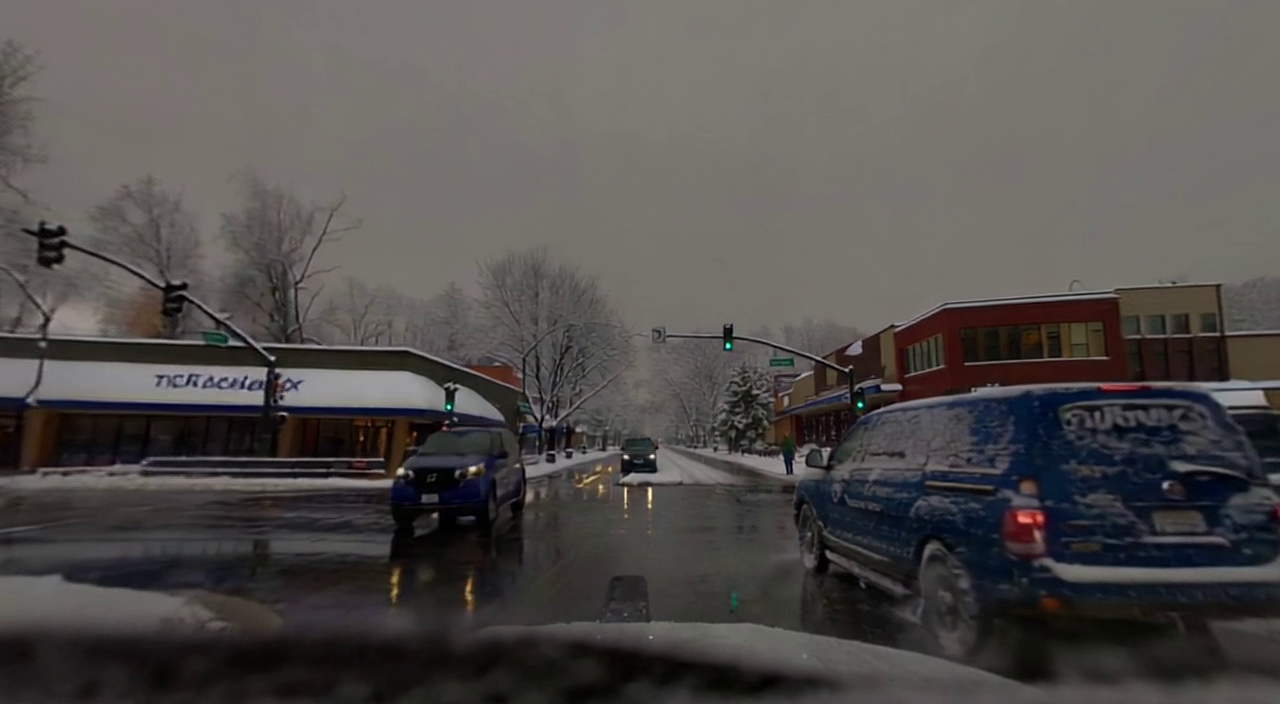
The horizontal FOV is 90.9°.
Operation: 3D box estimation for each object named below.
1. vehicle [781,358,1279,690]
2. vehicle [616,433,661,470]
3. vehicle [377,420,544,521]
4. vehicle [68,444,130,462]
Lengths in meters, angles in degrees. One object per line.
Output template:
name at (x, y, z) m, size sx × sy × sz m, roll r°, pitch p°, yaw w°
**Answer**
vehicle at (2.868, 1.248, 5.744) m, size 2.048 × 1.725 × 4.754 m, roll 0°, pitch -9°, yaw 0°
vehicle at (-0.125, 5.700, 36.270) m, size 2.390 × 1.948 × 5.344 m, roll 0°, pitch -9°, yaw -1°
vehicle at (-3.285, 2.274, 12.506) m, size 1.961 × 1.658 × 4.064 m, roll -1°, pitch -9°, yaw 2°
vehicle at (-42.801, 8.004, 49.931) m, size 3.391 × 1.379 × 1.562 m, roll 4°, pitch -10°, yaw -28°
